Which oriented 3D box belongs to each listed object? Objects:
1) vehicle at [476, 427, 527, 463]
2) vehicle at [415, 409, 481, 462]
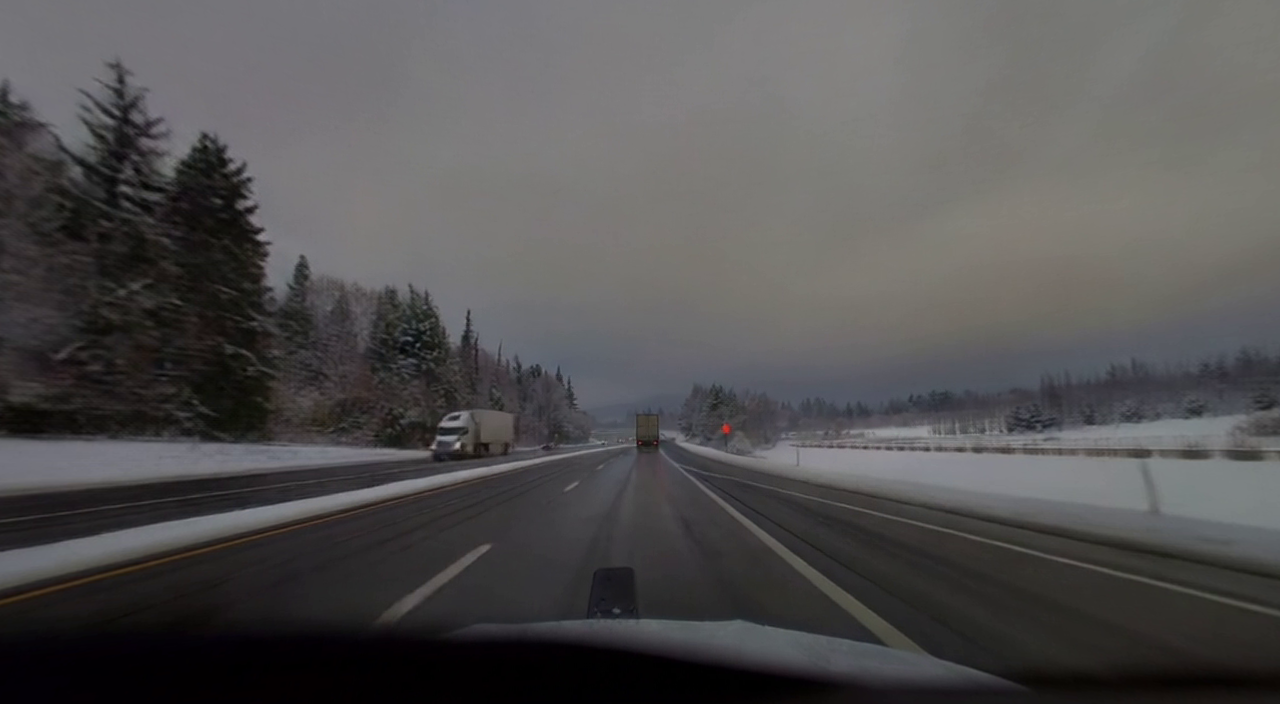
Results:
[{"bbox_3d":[-9.939,6.712,45.666,2.304,2.391,5.779,-1,-8,1],"label":"vehicle"},{"bbox_3d":[-14.425,6.360,47.835,3.020,3.775,5.939,-1,-8,0],"label":"vehicle"}]
